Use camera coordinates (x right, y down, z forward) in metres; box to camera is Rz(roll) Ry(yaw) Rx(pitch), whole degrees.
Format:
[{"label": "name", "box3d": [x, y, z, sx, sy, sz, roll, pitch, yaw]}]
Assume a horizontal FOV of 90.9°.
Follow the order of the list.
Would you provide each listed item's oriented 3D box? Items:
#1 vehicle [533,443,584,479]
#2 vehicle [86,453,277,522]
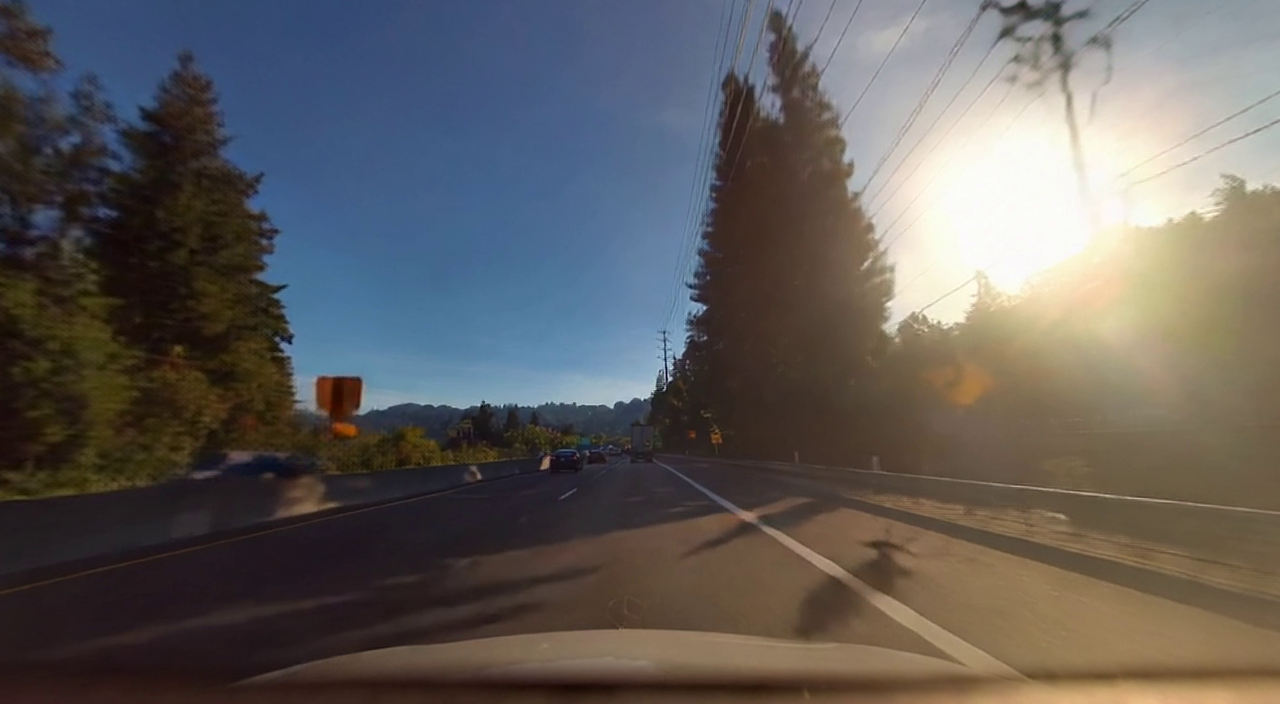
[{"label": "vehicle", "box3d": [-4.201, 5.647, 32.991, 2.111, 1.735, 4.066, 0, -9, 0]}, {"label": "vehicle", "box3d": [-12.339, 3.622, 17.452, 1.849, 1.593, 4.548, 0, -9, 0]}]
